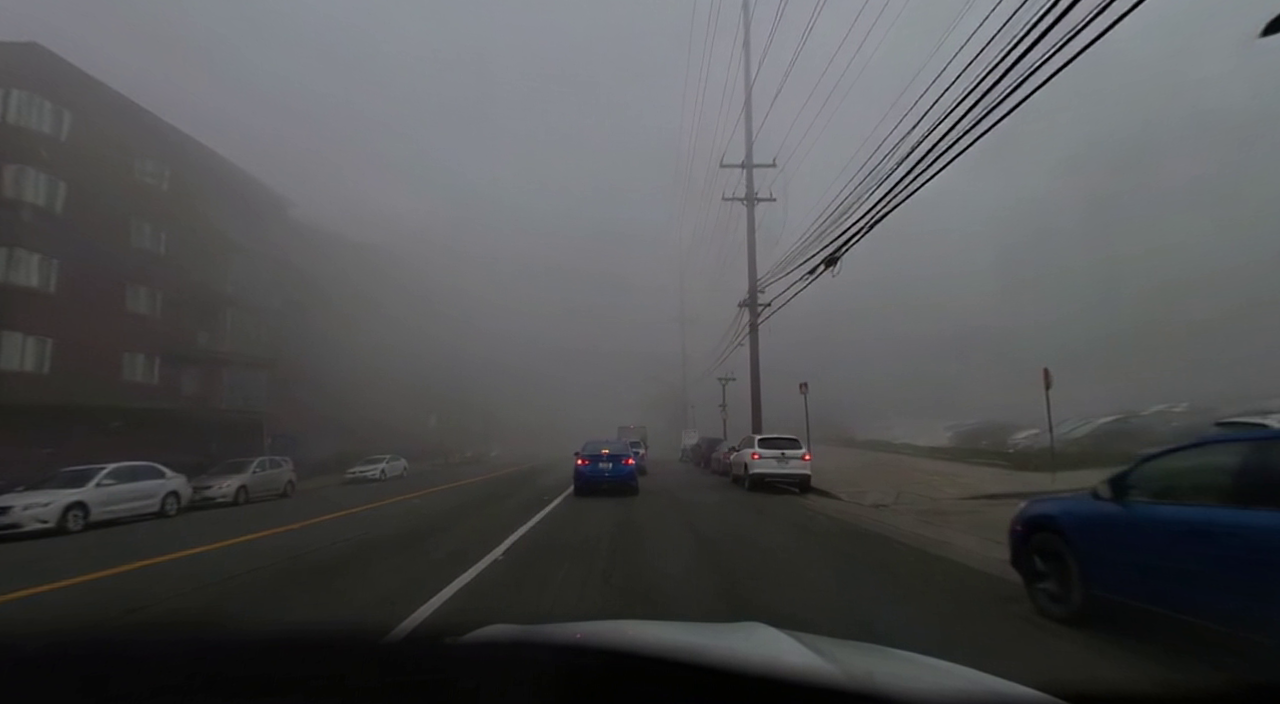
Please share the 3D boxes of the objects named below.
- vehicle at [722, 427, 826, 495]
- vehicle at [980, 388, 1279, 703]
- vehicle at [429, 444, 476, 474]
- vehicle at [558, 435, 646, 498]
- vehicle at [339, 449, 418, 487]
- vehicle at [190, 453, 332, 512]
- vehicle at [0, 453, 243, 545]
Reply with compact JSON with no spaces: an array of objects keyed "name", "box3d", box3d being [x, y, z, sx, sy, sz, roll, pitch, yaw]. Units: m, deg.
[{"name":"vehicle","box3d":[3.672,3.082,18.214,1.967,1.721,4.410,0,-8,-1]},{"name":"vehicle","box3d":[4.077,1.006,3.162,1.938,1.570,4.872,2,-8,-2]},{"name":"vehicle","box3d":[-12.222,6.978,41.456,2.011,1.687,4.079,-3,-8,-2]},{"name":"vehicle","box3d":[-0.891,2.991,17.002,2.019,1.453,4.603,0,-8,0]},{"name":"vehicle","box3d":[-12.099,5.367,29.545,1.868,1.491,4.367,-4,-8,0]},{"name":"vehicle","box3d":[-12.050,4.116,20.516,1.850,1.487,4.711,-4,-8,-2]},{"name":"vehicle","box3d":[-12.013,3.252,14.680,2.242,1.534,5.414,-4,-8,-2]}]
